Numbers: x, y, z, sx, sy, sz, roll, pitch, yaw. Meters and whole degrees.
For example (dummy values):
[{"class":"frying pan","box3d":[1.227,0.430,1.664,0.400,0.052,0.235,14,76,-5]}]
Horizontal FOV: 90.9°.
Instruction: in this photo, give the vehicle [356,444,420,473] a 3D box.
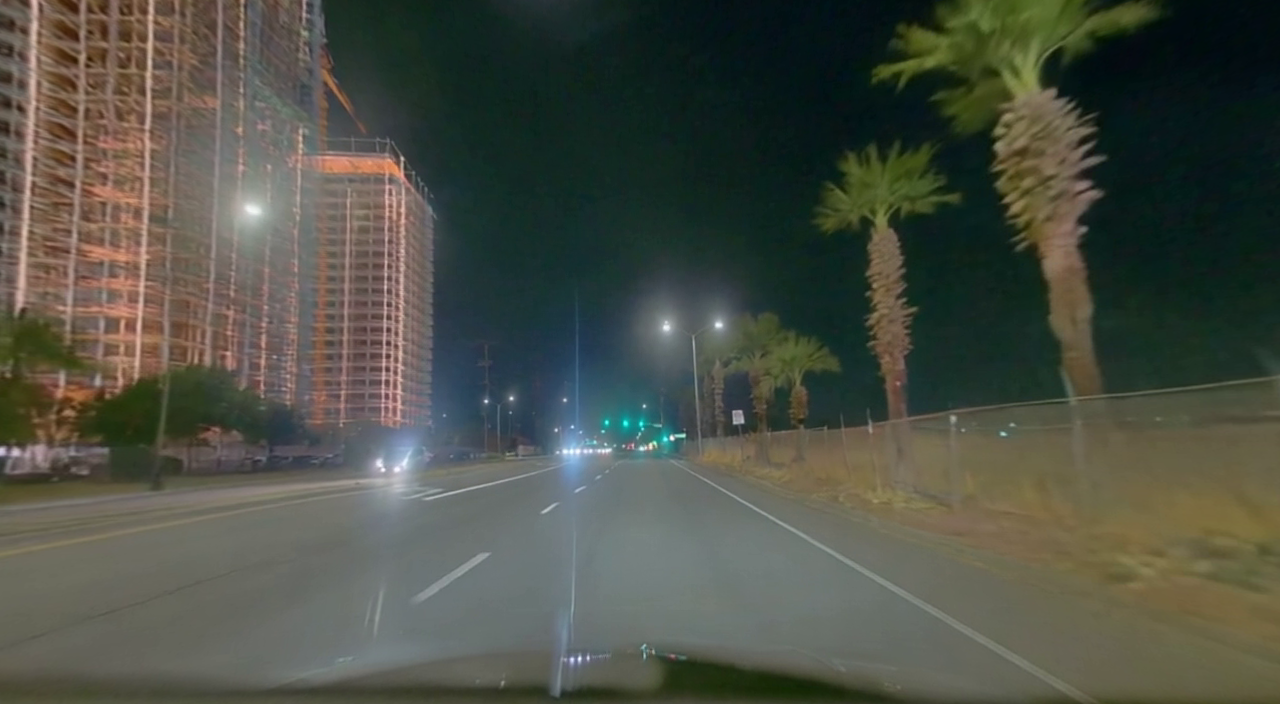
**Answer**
[{"class":"vehicle","box3d":[-15.853,6.730,39.918,2.117,1.706,4.847,0,-9,-1]}]
